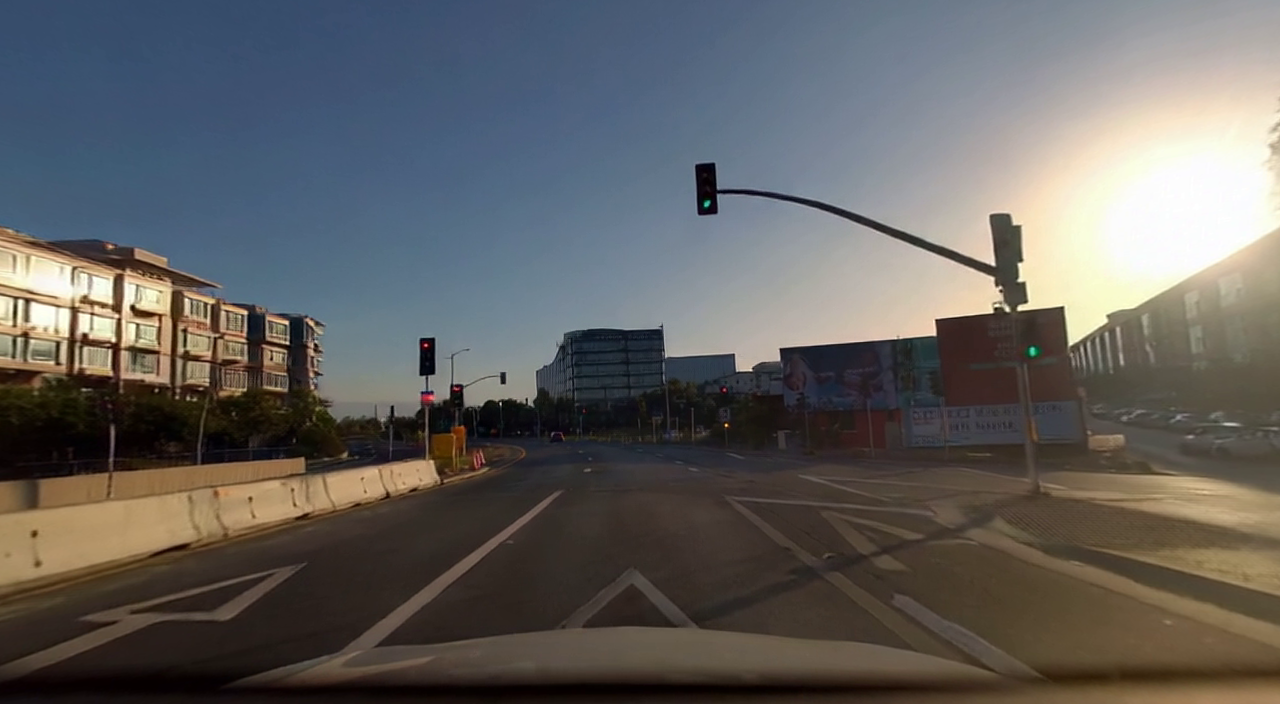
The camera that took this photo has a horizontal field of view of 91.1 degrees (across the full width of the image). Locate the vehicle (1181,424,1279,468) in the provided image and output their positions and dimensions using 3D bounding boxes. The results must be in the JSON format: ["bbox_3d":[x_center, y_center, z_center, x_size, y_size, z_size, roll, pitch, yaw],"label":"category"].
[{"bbox_3d":[22.611,3.424,22.934,1.717,1.486,3.824,4,-10,-32],"label":"vehicle"}]
